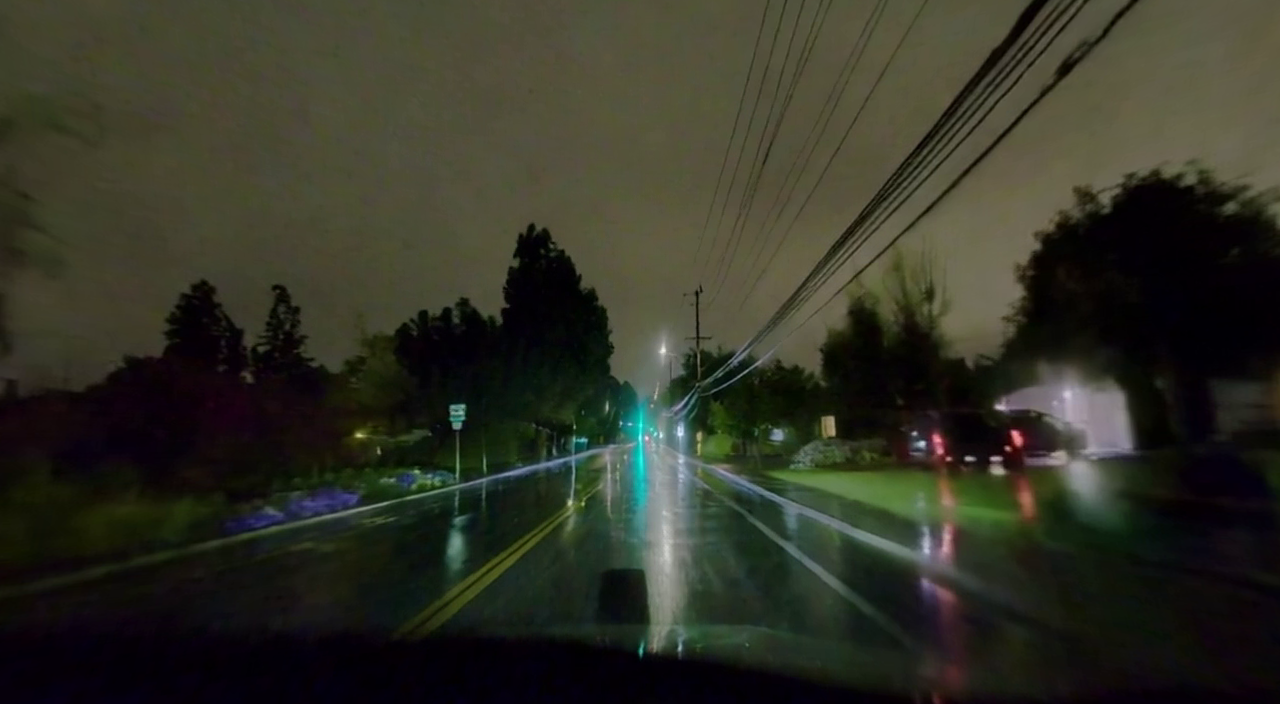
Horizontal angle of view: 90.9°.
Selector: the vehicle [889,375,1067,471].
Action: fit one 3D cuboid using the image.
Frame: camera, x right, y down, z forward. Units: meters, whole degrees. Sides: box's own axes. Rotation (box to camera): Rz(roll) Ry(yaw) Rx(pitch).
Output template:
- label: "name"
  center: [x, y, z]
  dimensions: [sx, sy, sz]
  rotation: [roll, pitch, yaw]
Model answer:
- label: "vehicle"
  center: [7.722, 1.771, 15.038]
  dimensions: [1.878, 1.743, 4.556]
  rotation: [-7, -9, 4]
